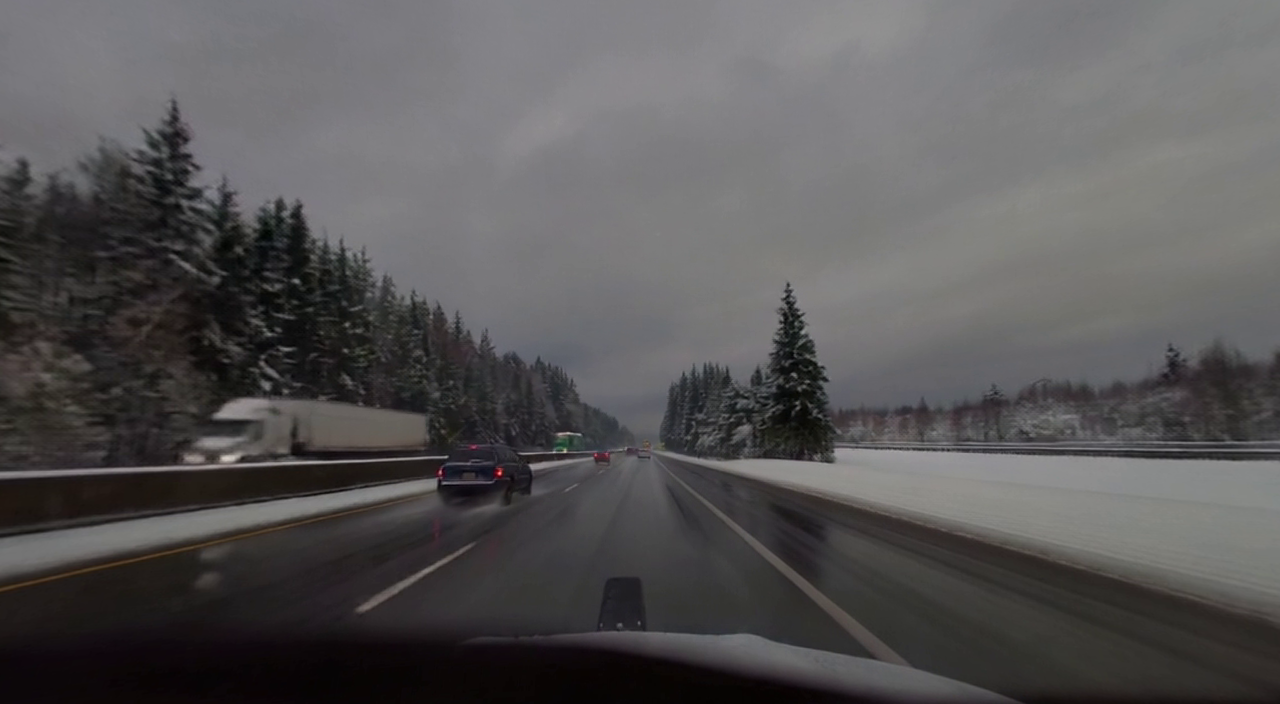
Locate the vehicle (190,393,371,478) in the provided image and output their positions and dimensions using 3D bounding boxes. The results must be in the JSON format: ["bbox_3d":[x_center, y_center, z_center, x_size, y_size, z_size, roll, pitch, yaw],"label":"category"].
[{"bbox_3d":[-17.174,4.265,31.418,2.929,3.546,10.119,0,-9,0],"label":"vehicle"}]

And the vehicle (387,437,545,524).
[{"bbox_3d":[-3.399,2.624,13.408,1.969,1.505,4.636,0,-9,1],"label":"vehicle"}]

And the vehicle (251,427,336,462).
[{"bbox_3d":[-16.949,4.592,31.066,1.826,1.580,4.127,0,-9,0],"label":"vehicle"}]
